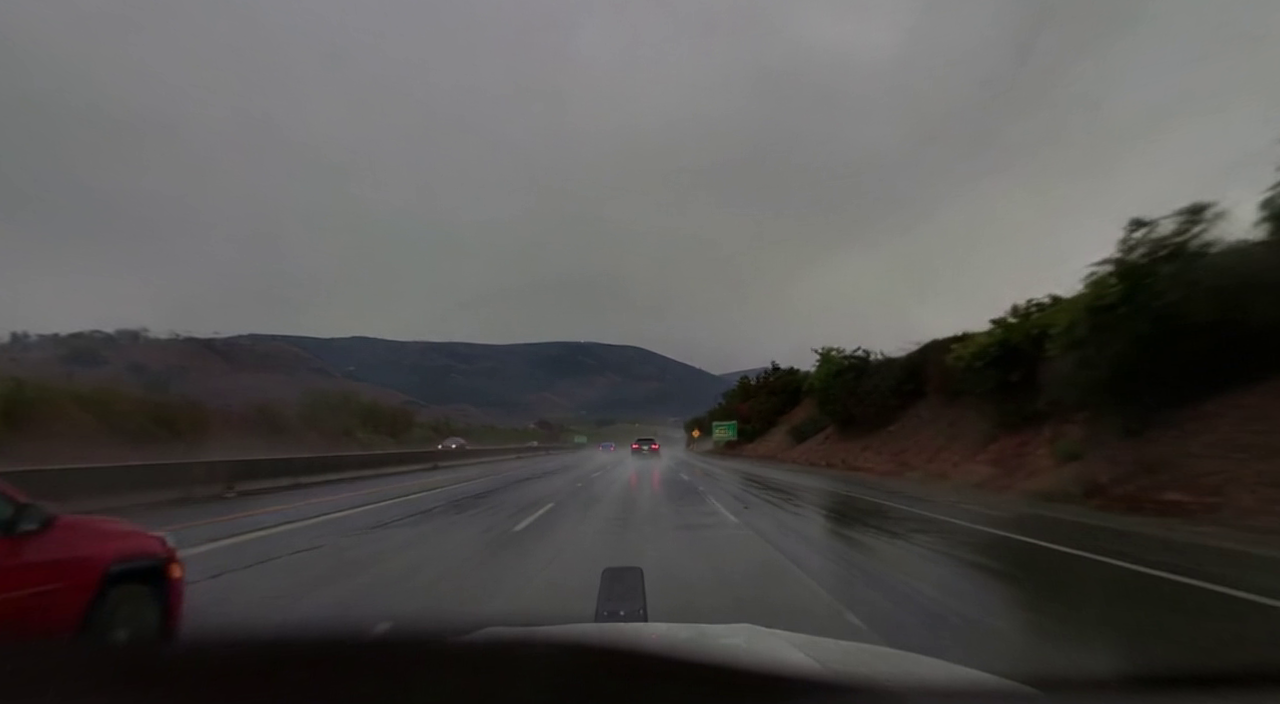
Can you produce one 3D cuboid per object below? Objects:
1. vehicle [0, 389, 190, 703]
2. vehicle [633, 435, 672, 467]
[{"bbox_3d":[-3.538,0.755,1.241,2.044,1.557,4.277,0,-8,1],"label":"vehicle"},{"bbox_3d":[0.770,6.164,39.283,2.272,1.836,4.866,0,-8,1],"label":"vehicle"}]
